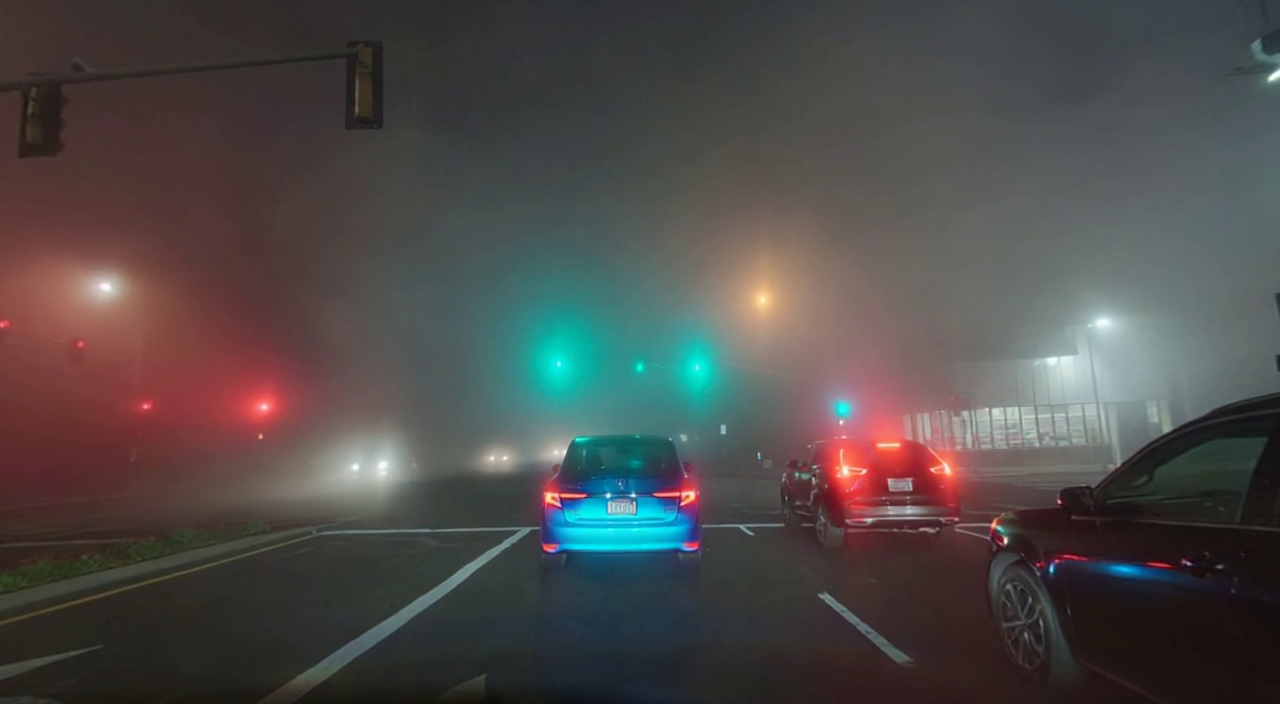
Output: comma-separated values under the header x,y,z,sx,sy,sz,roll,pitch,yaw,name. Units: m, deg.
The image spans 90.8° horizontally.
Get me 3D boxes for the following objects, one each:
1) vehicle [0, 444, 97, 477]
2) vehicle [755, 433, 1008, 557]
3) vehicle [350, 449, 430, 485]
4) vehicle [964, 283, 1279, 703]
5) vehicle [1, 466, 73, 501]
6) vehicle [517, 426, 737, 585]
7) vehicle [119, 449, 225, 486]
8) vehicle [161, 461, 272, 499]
x,y,z,sx,sy,sz,roll,pitch,yaw,name
-35.731,6.440,37.534,2.145,1.797,5.198,-1,-9,1,vehicle
3.222,1.998,9.609,2.009,1.414,4.416,0,-8,-2,vehicle
-11.638,5.349,29.799,1.887,1.516,4.524,0,-8,1,vehicle
3.007,0.630,1.589,2.047,1.785,4.357,0,-8,0,vehicle
-27.990,6.080,29.457,1.972,1.433,4.324,8,-12,-39,vehicle
-0.137,1.762,8.049,2.095,1.502,3.873,0,-8,0,vehicle
-27.470,6.757,37.366,2.300,1.932,5.056,-1,-8,2,vehicle
-19.067,5.764,28.707,1.942,1.453,4.448,0,-9,0,vehicle
